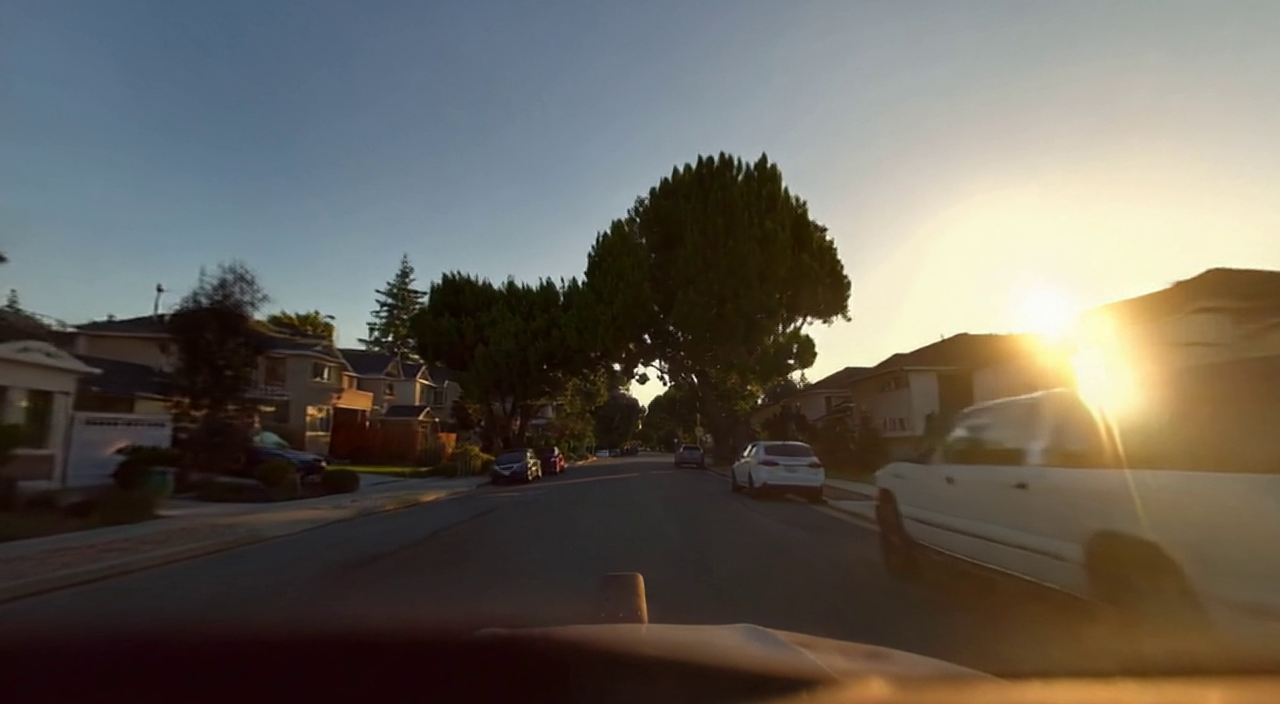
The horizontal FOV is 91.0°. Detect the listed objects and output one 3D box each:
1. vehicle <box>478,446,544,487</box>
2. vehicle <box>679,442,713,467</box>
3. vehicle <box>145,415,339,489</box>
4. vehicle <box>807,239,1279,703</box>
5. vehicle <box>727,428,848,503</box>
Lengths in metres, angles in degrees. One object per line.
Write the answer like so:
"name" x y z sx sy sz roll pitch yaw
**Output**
"vehicle" -5.822 5.206 29.031 2.027 1.544 4.959 -1 -7 0
"vehicle" 4.205 7.759 47.789 2.136 1.794 4.598 0 -9 0
"vehicle" -13.041 3.273 20.837 4.837 1.897 2.228 4 -8 5
"vehicle" 3.835 1.109 5.132 2.952 2.216 7.033 0 -8 0
"vehicle" 4.135 3.314 18.893 2.311 1.859 5.880 0 -9 1
